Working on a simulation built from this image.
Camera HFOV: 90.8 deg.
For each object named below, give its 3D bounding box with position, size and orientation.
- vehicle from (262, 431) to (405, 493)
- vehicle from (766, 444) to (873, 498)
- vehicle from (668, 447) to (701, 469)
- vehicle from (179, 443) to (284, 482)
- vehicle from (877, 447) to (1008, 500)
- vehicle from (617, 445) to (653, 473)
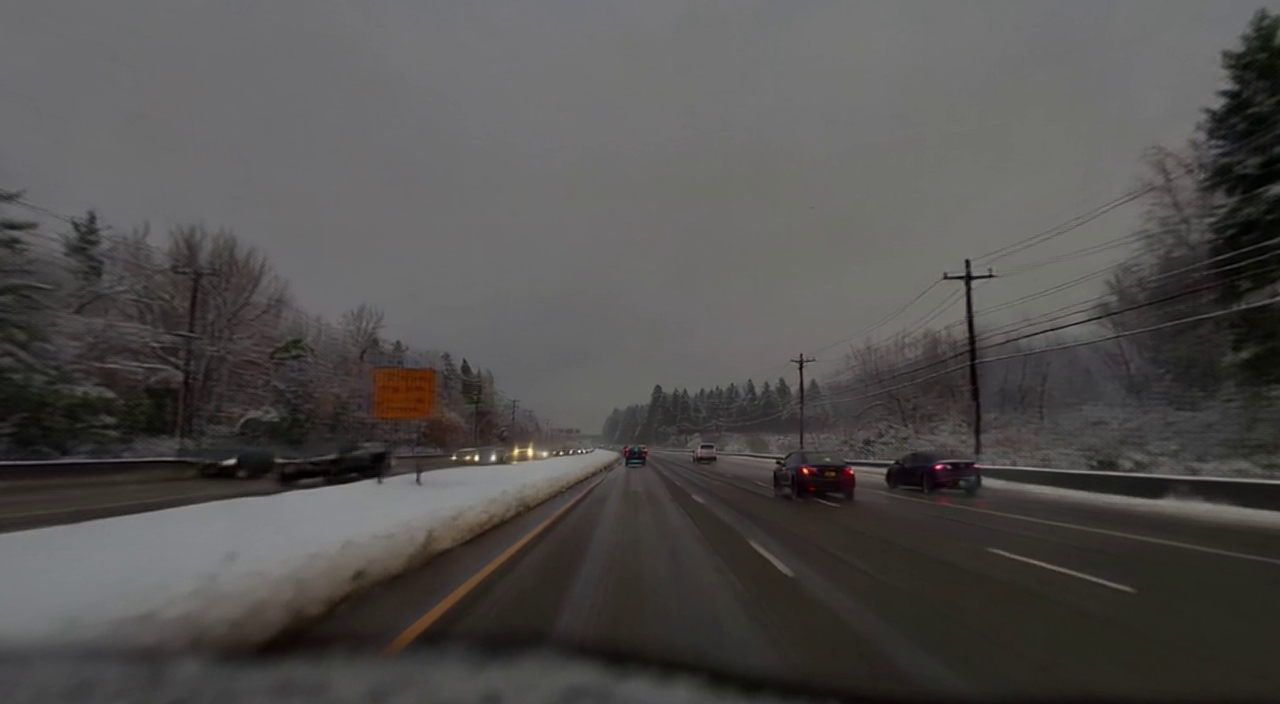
[{"bbox_3d":[-9.662,3.501,20.463,2.359,1.762,4.575,0,-9,-1],"label":"vehicle"},{"bbox_3d":[5.537,3.720,20.223,2.069,1.520,4.614,0,-9,0],"label":"vehicle"},{"bbox_3d":[3.089,7.452,44.655,1.981,1.480,4.316,0,-9,-1],"label":"vehicle"},{"bbox_3d":[-20.514,5.559,32.045,2.009,1.788,4.848,0,-9,1],"label":"vehicle"},{"bbox_3d":[9.551,3.841,20.438,1.969,1.506,4.422,1,-9,-2],"label":"vehicle"},{"bbox_3d":[-0.289,6.146,36.627,1.993,1.506,3.883,0,-8,-1],"label":"vehicle"}]
